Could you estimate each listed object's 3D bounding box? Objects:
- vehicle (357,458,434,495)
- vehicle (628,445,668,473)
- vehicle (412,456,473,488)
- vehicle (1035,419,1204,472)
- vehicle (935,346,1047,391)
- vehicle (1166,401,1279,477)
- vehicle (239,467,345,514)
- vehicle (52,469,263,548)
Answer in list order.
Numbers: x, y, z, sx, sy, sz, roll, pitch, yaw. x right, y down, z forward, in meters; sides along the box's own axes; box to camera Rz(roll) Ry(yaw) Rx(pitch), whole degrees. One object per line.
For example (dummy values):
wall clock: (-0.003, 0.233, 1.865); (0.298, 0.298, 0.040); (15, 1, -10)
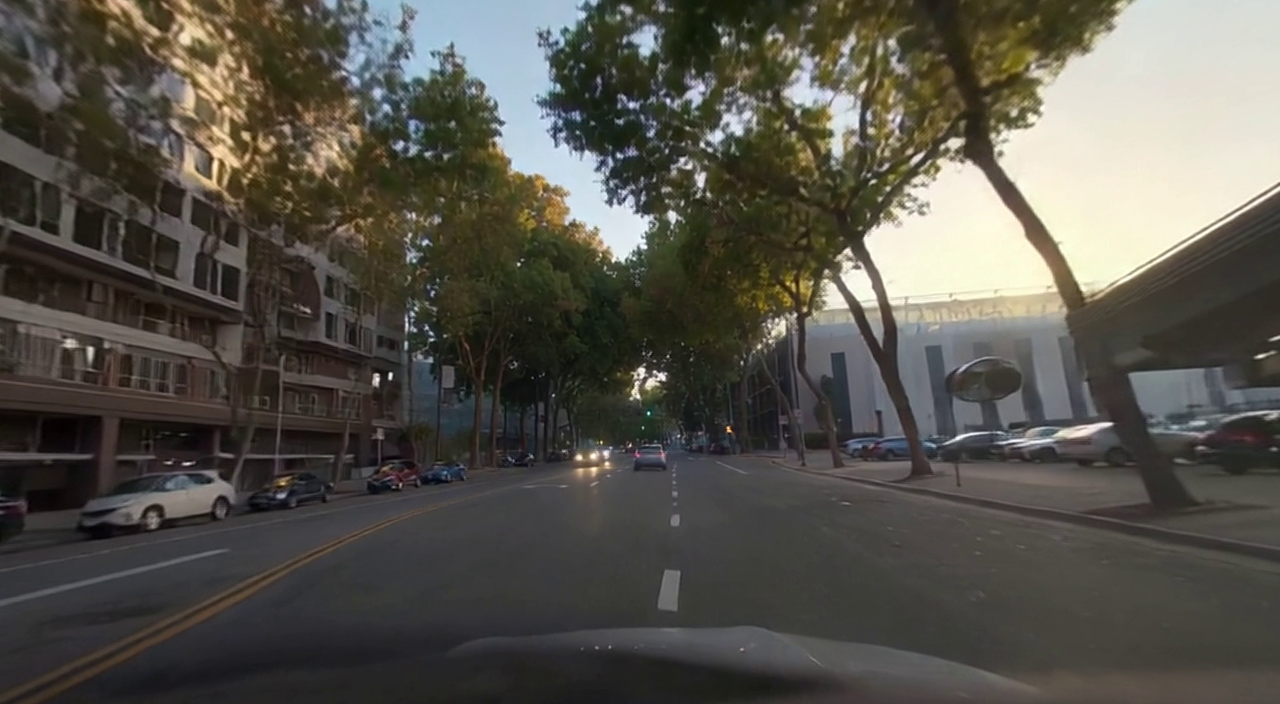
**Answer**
vehicle: (-12.263, 6.242, 31.975); (1.997, 1.668, 4.084); (-1, -8, 5)
vehicle: (0.507, 5.996, 35.540); (2.051, 1.454, 4.132); (-1, -8, 3)
vehicle: (-11.871, 7.220, 38.334); (2.016, 1.627, 4.742); (-2, -8, 3)
vehicle: (14.505, 2.857, 19.295); (3.556, 1.414, 1.851); (-2, -9, 2)
vehicle: (15.402, 0.761, 27.877); (3.766, 1.708, 1.810); (-1, -10, 6)
vehicle: (15.241, 1.792, 14.119); (4.750, 1.519, 2.276); (-5, -9, 2)
vehicle: (-12.721, 5.044, 23.367); (1.646, 1.462, 3.740); (0, -8, 2)
vehicle: (-12.932, 4.173, 17.422); (1.984, 1.635, 4.525); (-4, -9, 5)
